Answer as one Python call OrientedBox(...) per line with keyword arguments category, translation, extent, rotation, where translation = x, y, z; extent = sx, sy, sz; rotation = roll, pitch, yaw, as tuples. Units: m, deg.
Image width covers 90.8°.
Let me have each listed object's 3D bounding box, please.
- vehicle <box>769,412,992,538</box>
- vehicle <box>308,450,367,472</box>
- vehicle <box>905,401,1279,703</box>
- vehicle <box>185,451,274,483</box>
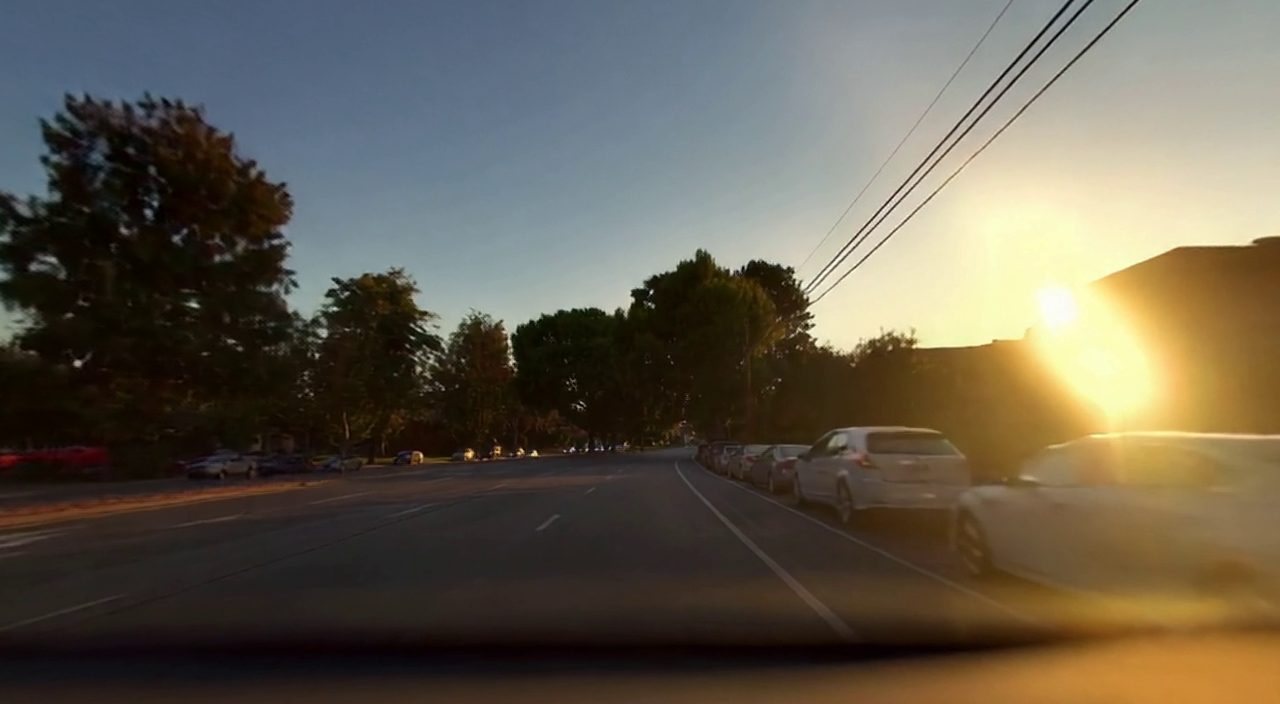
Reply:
OrientedBox(category="vehicle", translation=(4.137, 2.239, 12.175), extent=(2.057, 1.846, 5.475), rotation=(0, -9, -1))
OrientedBox(category="vehicle", translation=(-22.792, 8.221, 47.783), extent=(1.915, 1.492, 4.565), rotation=(-1, -9, 5))
OrientedBox(category="vehicle", translation=(4.017, 1.204, 4.454), extent=(2.039, 1.499, 4.888), rotation=(0, -8, -2))
OrientedBox(category="vehicle", translation=(-23.401, 6.552, 36.242), extent=(1.967, 1.467, 4.769), rotation=(-2, -7, 0))
